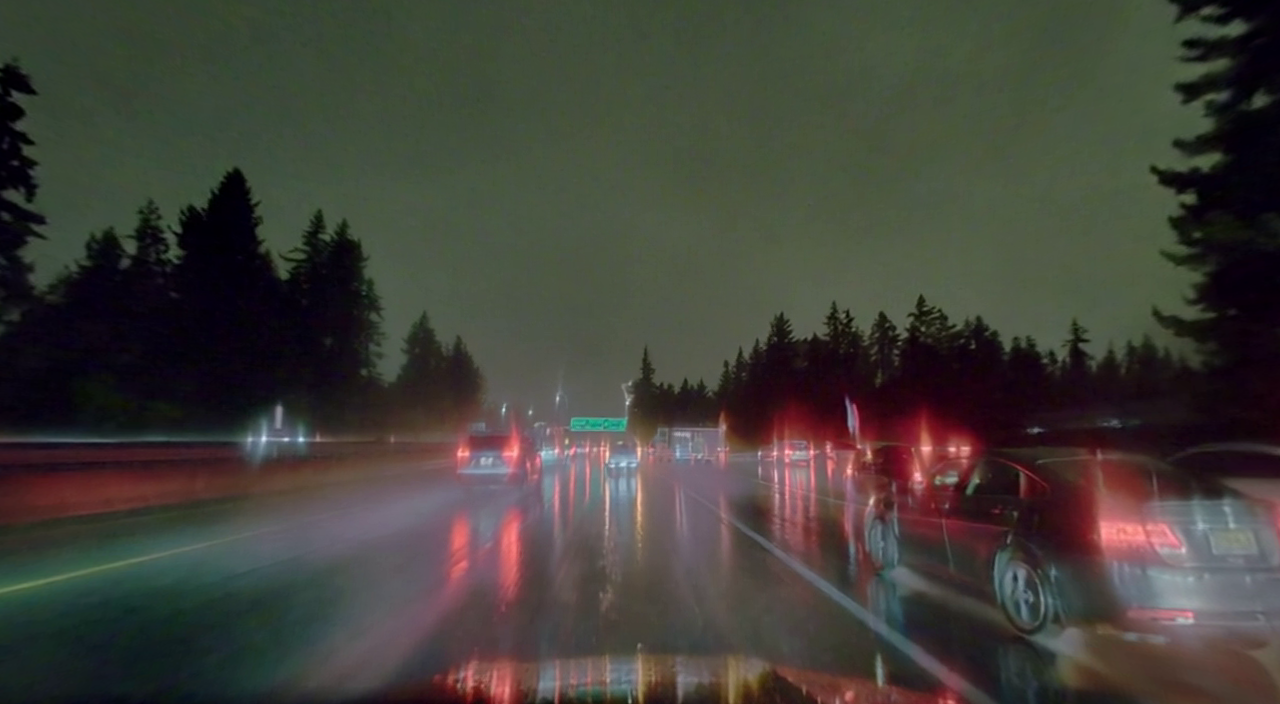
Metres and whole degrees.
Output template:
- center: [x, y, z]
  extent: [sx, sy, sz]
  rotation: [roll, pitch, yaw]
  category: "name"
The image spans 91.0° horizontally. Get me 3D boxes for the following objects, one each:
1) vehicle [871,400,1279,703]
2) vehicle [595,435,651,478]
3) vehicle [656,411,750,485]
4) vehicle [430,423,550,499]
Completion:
- center: [3.160, 1.150, 3.587]
  extent: [2.031, 1.504, 4.327]
  rotation: [0, -9, 0]
  category: "vehicle"
- center: [-0.724, 4.480, 27.231]
  extent: [2.235, 1.682, 4.094]
  rotation: [0, -9, -1]
  category: "vehicle"
- center: [2.946, 5.132, 34.093]
  extent: [3.426, 3.279, 12.313]
  rotation: [0, -8, -2]
  category: "vehicle"
- center: [-3.936, 2.973, 17.515]
  extent: [2.176, 1.783, 4.799]
  rotation: [0, -9, 0]
  category: "vehicle"
